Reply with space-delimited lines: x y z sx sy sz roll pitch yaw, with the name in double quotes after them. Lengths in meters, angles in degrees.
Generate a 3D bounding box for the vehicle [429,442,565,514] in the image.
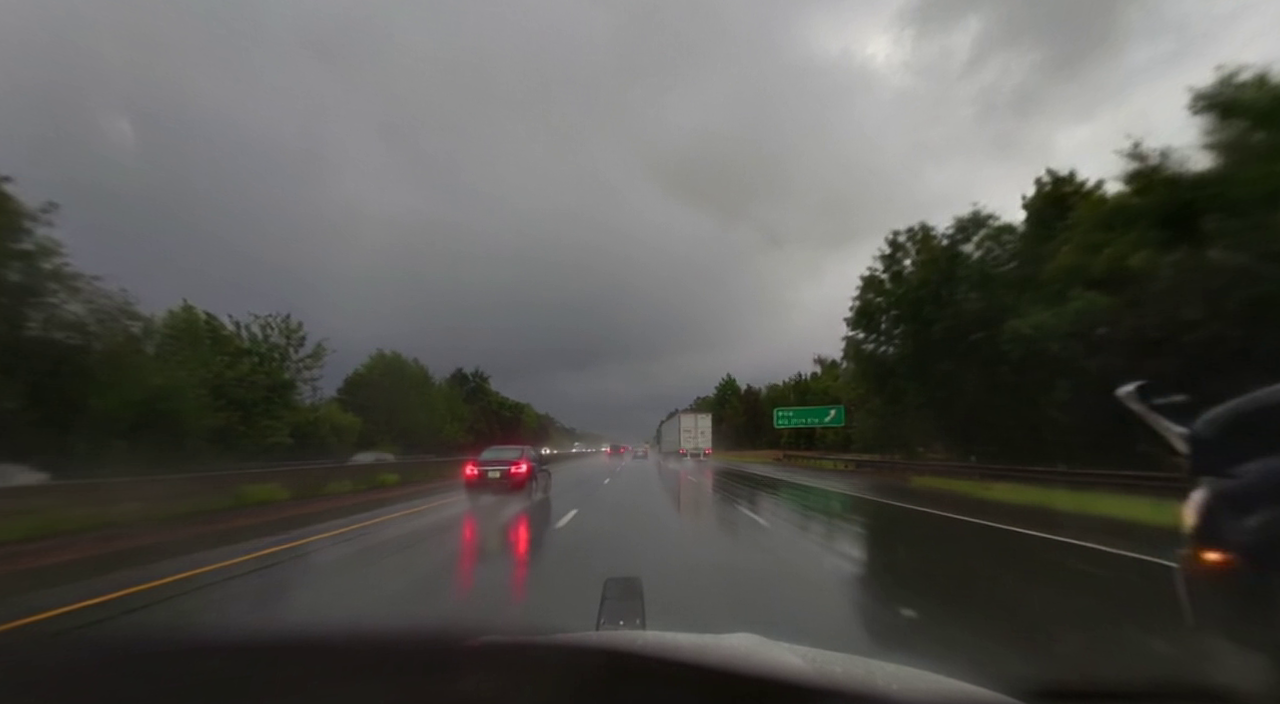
-3.199 2.949 15.272 2.121 1.445 4.651 0 -9 1 "vehicle"
